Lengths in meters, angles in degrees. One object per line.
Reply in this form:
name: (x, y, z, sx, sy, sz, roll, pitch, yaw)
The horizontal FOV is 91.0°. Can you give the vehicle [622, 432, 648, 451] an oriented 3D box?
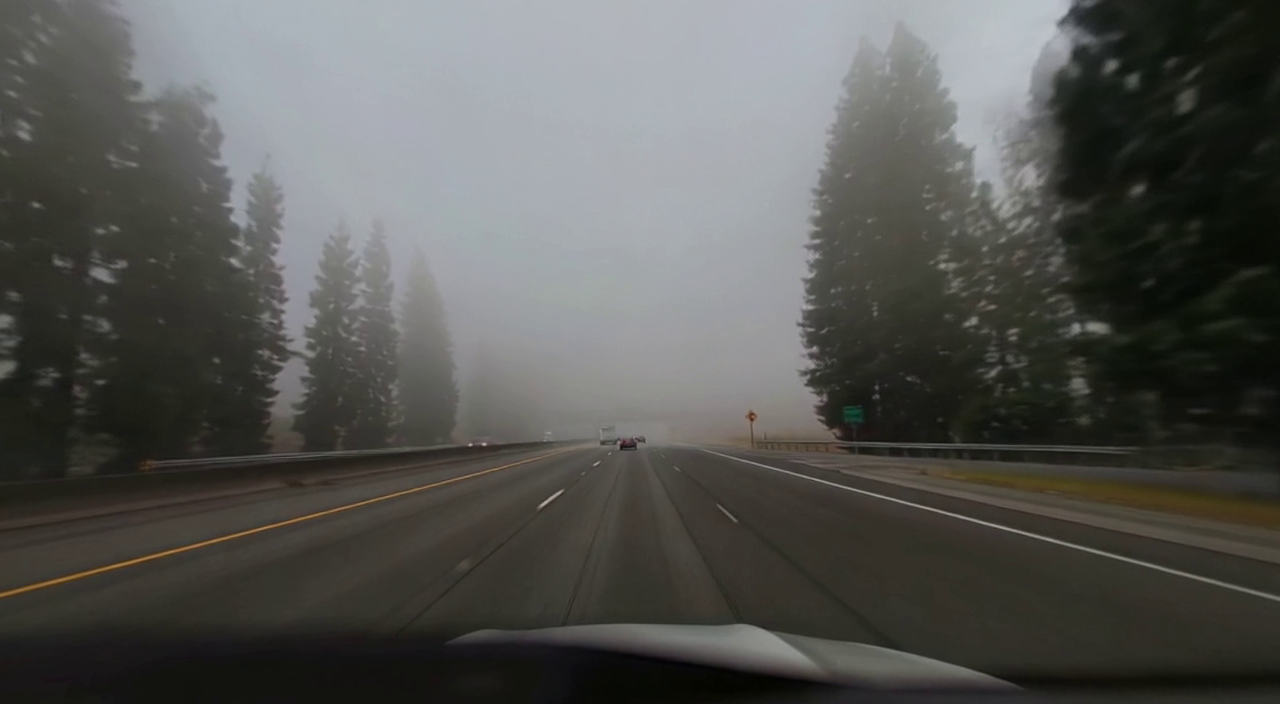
vehicle: (-0.448, 7.041, 49.526, 1.952, 1.438, 3.702, 0, -8, -2)
